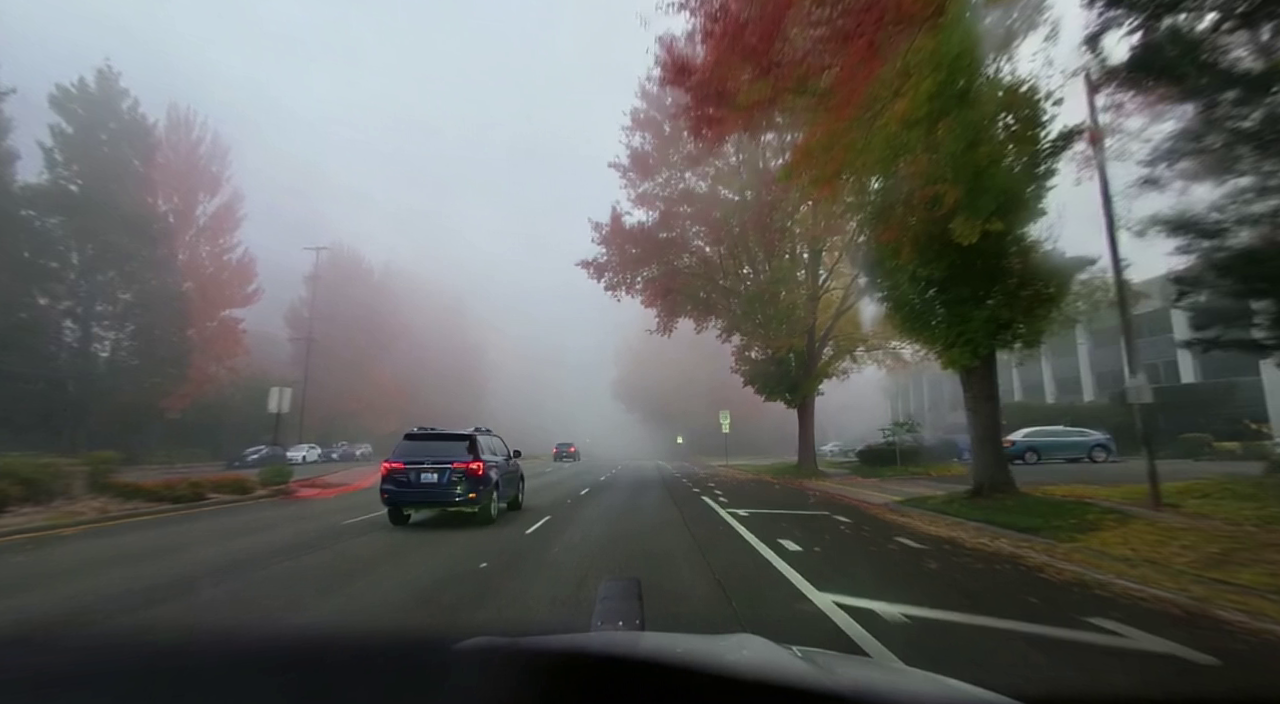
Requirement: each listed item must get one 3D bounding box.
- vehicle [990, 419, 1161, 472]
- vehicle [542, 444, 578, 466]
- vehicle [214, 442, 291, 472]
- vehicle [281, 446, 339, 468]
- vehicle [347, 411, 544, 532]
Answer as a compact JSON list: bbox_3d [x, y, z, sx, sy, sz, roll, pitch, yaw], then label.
[{"bbox_3d":[18.885,4.060,27.475,5.903,2.099,2.290,0,-8,-6],"label":"vehicle"},{"bbox_3d":[-5.699,7.370,45.346,1.982,1.478,4.465,0,-9,1],"label":"vehicle"},{"bbox_3d":[-25.180,6.827,41.135,1.990,1.822,4.751,0,-9,0],"label":"vehicle"},{"bbox_3d":[-25.073,7.973,48.008,1.844,1.619,4.725,0,-9,0],"label":"vehicle"},{"bbox_3d":[-3.259,2.131,11.723,2.112,1.779,4.489,0,-9,1],"label":"vehicle"}]
